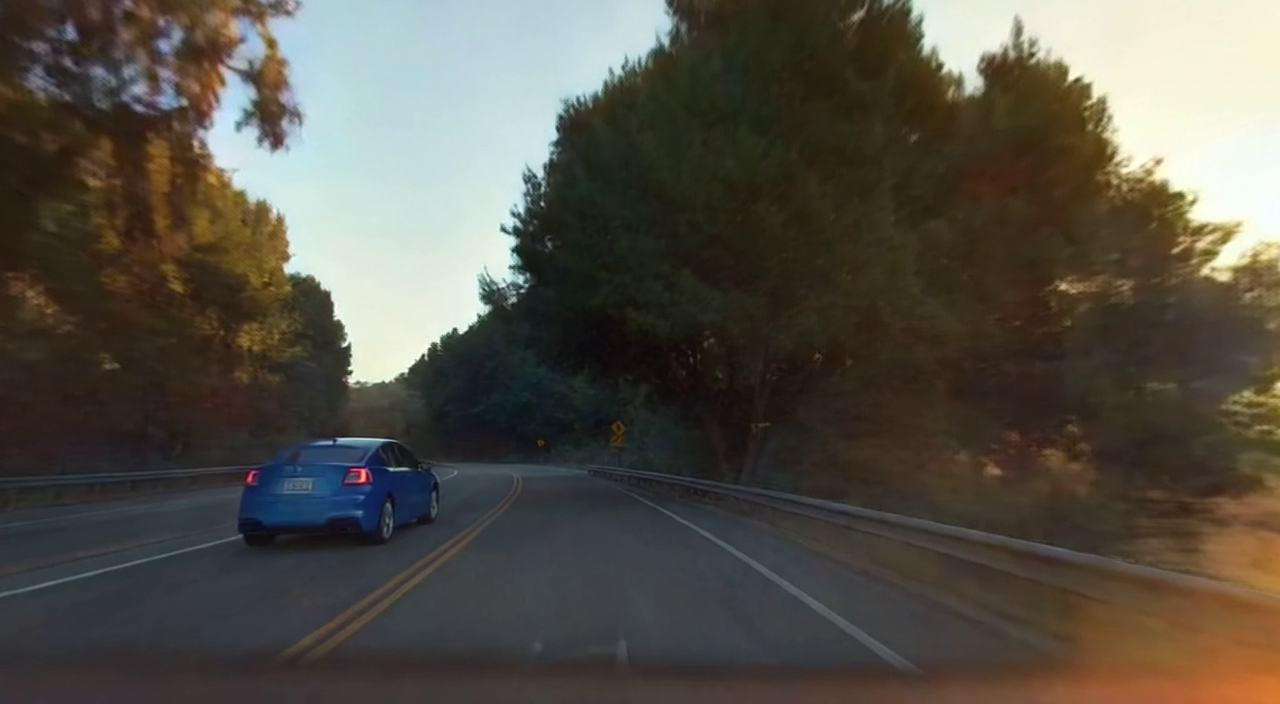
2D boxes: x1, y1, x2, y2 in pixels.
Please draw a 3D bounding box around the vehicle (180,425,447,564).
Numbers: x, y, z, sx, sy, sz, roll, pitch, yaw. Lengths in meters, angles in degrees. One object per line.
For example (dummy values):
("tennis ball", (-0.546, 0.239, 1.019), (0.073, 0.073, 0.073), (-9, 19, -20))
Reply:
("vehicle", (-4.477, 2.006, 9.523), (2.078, 1.607, 3.959), (0, -9, -4))
